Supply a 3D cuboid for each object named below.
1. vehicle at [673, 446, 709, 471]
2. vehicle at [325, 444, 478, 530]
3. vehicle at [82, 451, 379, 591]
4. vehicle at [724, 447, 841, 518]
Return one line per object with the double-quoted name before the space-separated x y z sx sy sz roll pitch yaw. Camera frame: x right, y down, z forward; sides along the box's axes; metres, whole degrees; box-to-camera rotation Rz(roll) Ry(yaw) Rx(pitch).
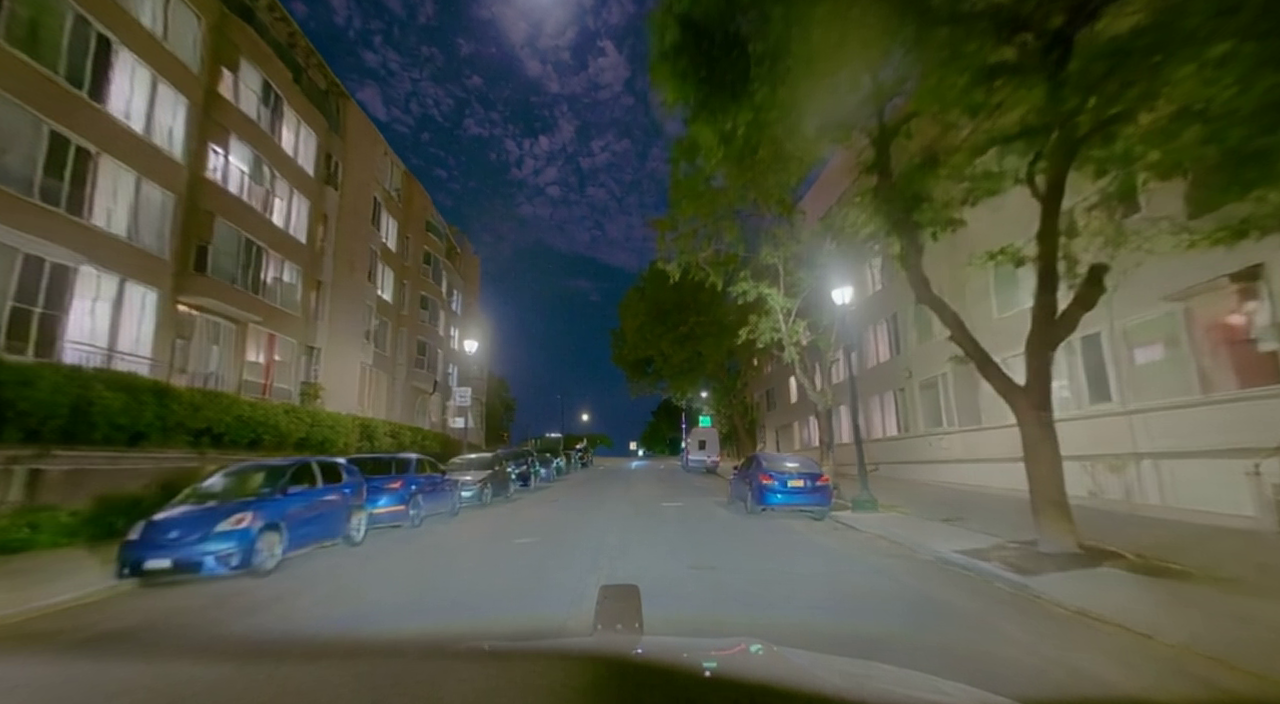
"vehicle" 3.501 7.433 44.239 1.951 1.654 4.146 1 -9 -3
"vehicle" -4.983 2.823 13.841 1.782 1.585 3.962 0 -9 0
"vehicle" -5.214 2.123 8.687 1.722 1.491 3.431 0 -9 0
"vehicle" 3.329 3.116 15.623 1.835 1.490 4.134 0 -9 -1
